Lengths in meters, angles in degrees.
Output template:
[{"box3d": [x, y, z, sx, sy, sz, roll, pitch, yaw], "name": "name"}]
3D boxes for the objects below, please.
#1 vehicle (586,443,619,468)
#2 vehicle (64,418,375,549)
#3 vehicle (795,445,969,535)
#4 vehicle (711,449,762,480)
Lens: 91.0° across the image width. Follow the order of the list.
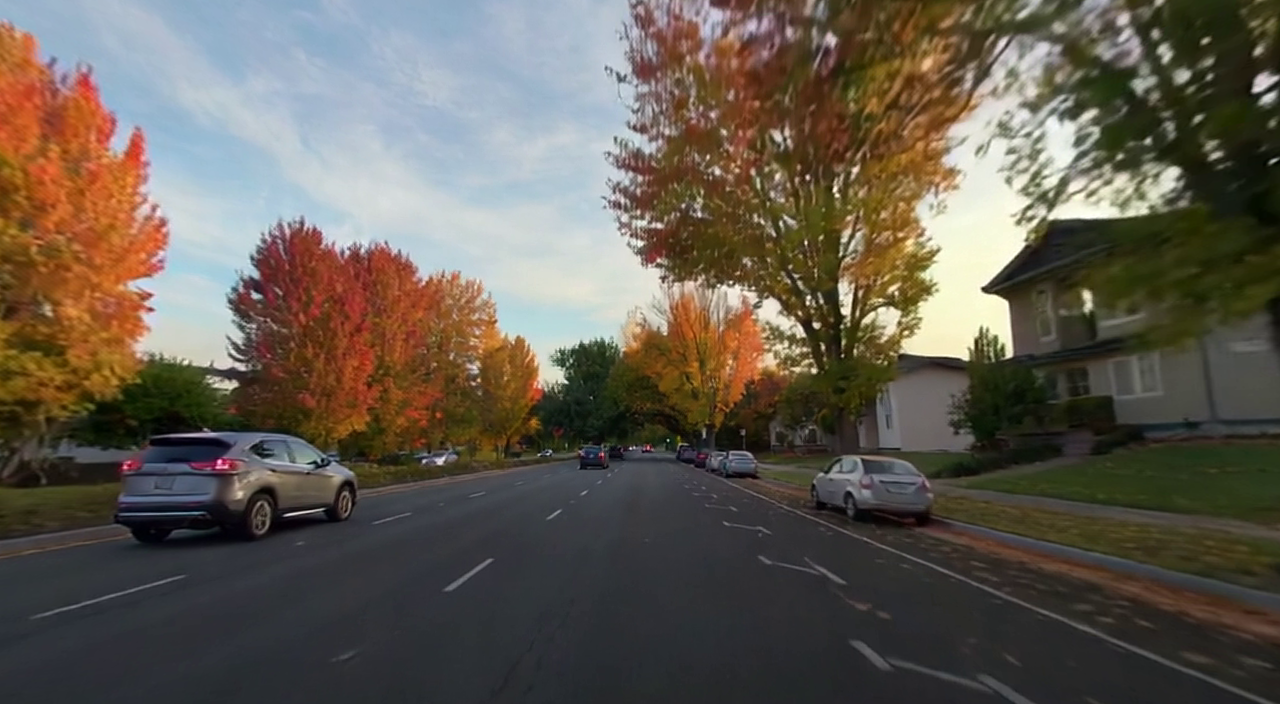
[{"box3d": [-2.911, 8.140, 49.503, 2.228, 1.796, 4.491, 0, -9, 1], "name": "vehicle"}, {"box3d": [-6.547, 2.101, 10.664, 2.034, 1.711, 4.512, 0, -9, 1], "name": "vehicle"}, {"box3d": [4.645, 2.688, 12.875, 1.939, 1.504, 4.189, 0, -9, 1], "name": "vehicle"}, {"box3d": [5.021, 5.921, 33.382, 1.952, 1.505, 4.713, 0, -9, 0], "name": "vehicle"}]
